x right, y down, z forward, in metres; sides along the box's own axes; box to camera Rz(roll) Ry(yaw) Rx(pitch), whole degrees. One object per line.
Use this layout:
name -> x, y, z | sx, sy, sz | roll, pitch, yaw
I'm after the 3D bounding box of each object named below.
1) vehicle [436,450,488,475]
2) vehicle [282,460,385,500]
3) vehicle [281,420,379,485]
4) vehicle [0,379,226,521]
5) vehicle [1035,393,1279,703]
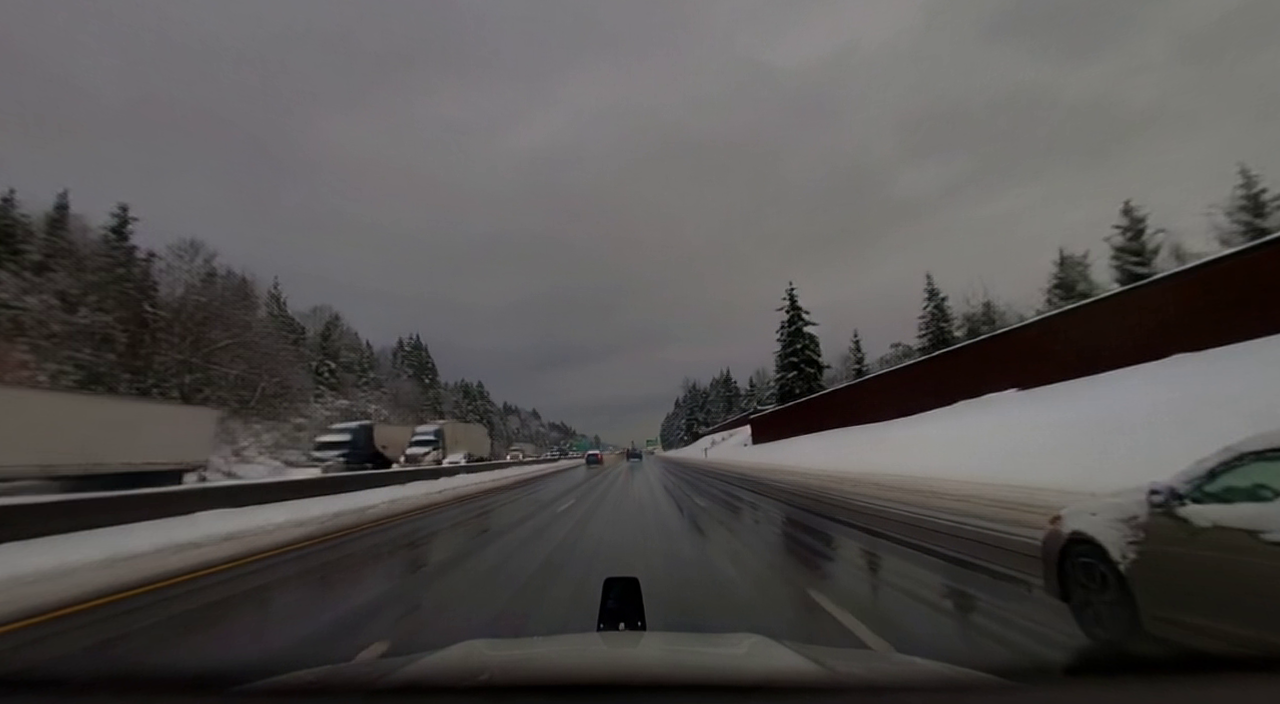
vehicle -> -11.271, 7.020, 40.217 | 1.910, 1.506, 4.487 | 0, -9, 1
vehicle -> -11.841, 4.950, 24.676 | 1.930, 1.372, 3.971 | 0, -9, 2
vehicle -> -19.981, 6.527, 41.185 | 3.025, 3.867, 6.475 | 0, -9, 0
vehicle -> -20.485, 3.387, 21.704 | 2.928, 4.170, 14.022 | 0, -9, 0
vehicle -> 3.844, 0.852, 2.202 | 2.053, 1.504, 4.386 | 0, -9, 0
